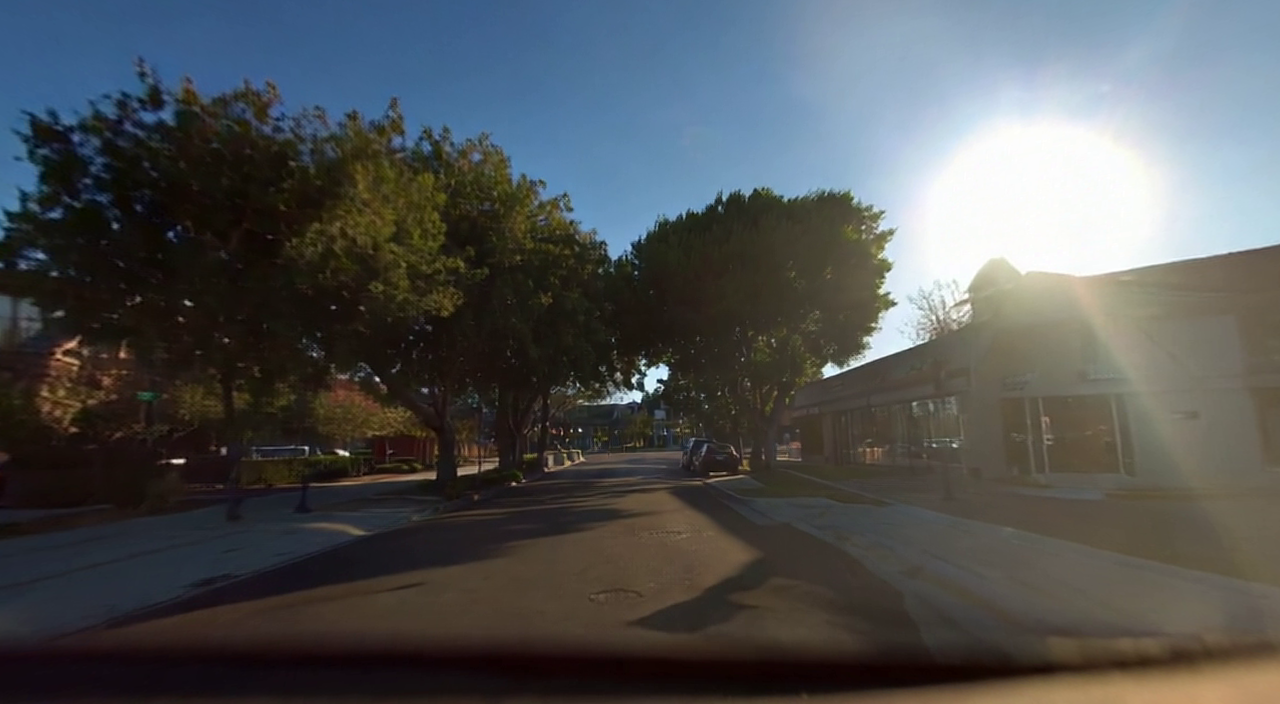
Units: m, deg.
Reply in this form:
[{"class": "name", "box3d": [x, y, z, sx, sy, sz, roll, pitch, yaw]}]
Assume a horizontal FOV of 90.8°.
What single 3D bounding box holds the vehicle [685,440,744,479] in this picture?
[{"class": "vehicle", "box3d": [3.127, 4.619, 27.419, 2.064, 1.532, 4.596, 0, -8, 1]}]
